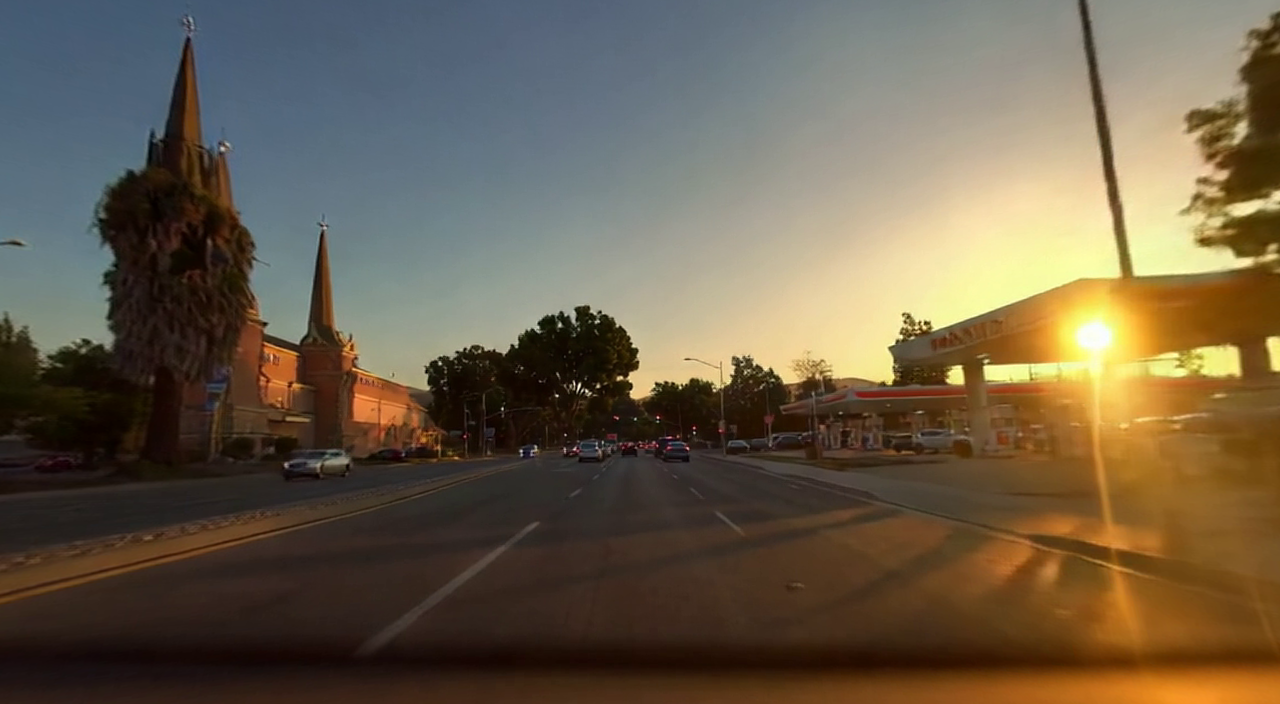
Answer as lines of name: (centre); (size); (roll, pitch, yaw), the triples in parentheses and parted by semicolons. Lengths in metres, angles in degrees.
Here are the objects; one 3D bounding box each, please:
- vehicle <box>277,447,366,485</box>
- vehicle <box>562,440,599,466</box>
vehicle: (-14.808, 5.303, 29.673); (1.939, 1.594, 4.284); (-1, -8, 0)
vehicle: (-3.994, 6.832, 43.082); (2.040, 1.661, 4.573); (0, -8, 0)
